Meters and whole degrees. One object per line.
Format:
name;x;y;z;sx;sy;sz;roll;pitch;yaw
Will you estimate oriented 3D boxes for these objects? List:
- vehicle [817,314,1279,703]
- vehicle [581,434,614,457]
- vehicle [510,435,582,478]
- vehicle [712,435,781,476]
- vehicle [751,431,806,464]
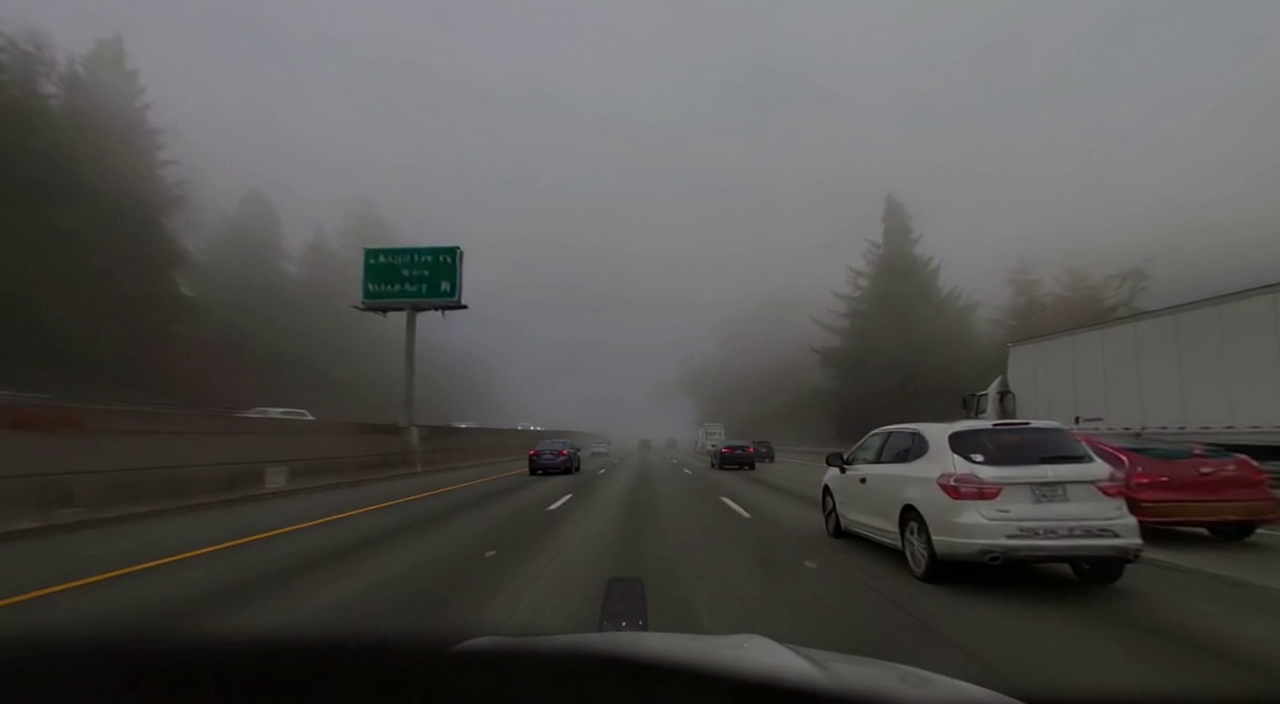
vehicle;3.715;1.161;5.867;2.517;1.935;5.552;0;-8;0
vehicle;-3.123;6.979;47.143;2.020;1.628;4.248;0;-8;1
vehicle;-3.469;3.925;23.993;1.978;1.473;4.073;0;-8;2
vehicle;4.079;4.030;24.783;1.953;1.480;4.053;0;-8;-1
vehicle;7.740;5.403;35.686;2.041;1.712;4.374;0;-8;-1
